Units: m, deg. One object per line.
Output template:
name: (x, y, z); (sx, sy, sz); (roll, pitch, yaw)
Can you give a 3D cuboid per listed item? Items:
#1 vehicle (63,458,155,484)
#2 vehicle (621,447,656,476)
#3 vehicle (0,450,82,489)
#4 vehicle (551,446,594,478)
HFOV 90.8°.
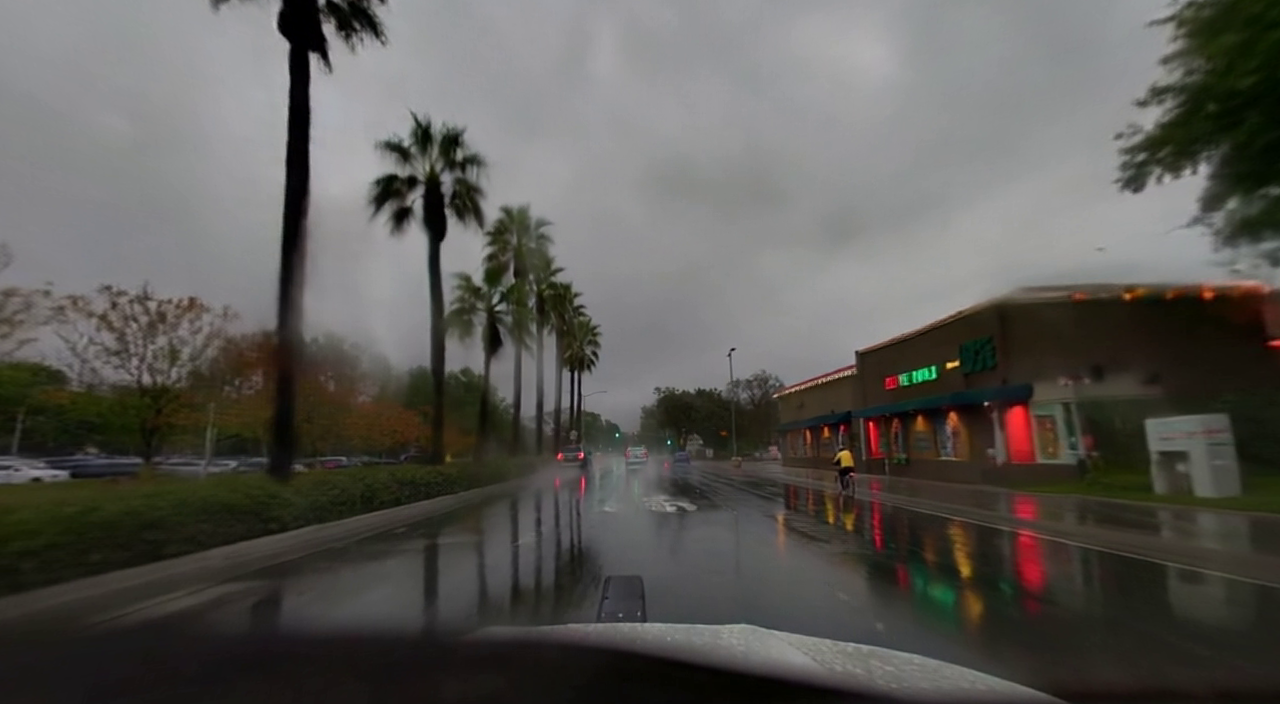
vehicle: (-35.179, 7.876, 41.943); (4.274, 1.625, 2.070); (-1, -9, 2)
vehicle: (-0.120, 6.694, 38.928); (2.102, 1.653, 3.698); (0, -9, -1)
vehicle: (-34.470, 6.523, 34.868); (5.109, 2.014, 2.269); (-2, -10, 2)
vehicle: (-3.946, 6.501, 37.644); (2.071, 1.744, 4.500); (0, -9, 1)
